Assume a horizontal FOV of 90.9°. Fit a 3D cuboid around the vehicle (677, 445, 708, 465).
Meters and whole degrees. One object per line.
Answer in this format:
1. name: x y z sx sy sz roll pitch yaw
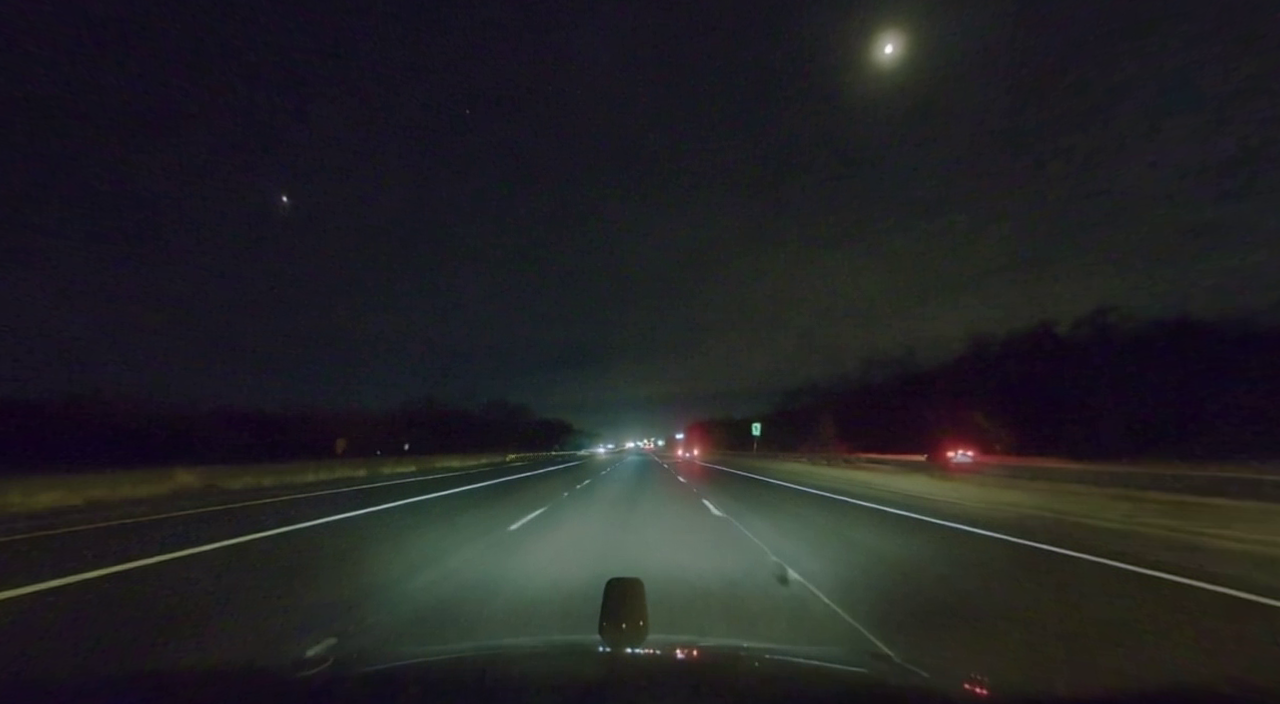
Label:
1. vehicle: 4.104 8.131 49.849 2.003 1.520 4.058 0 -8 -1
